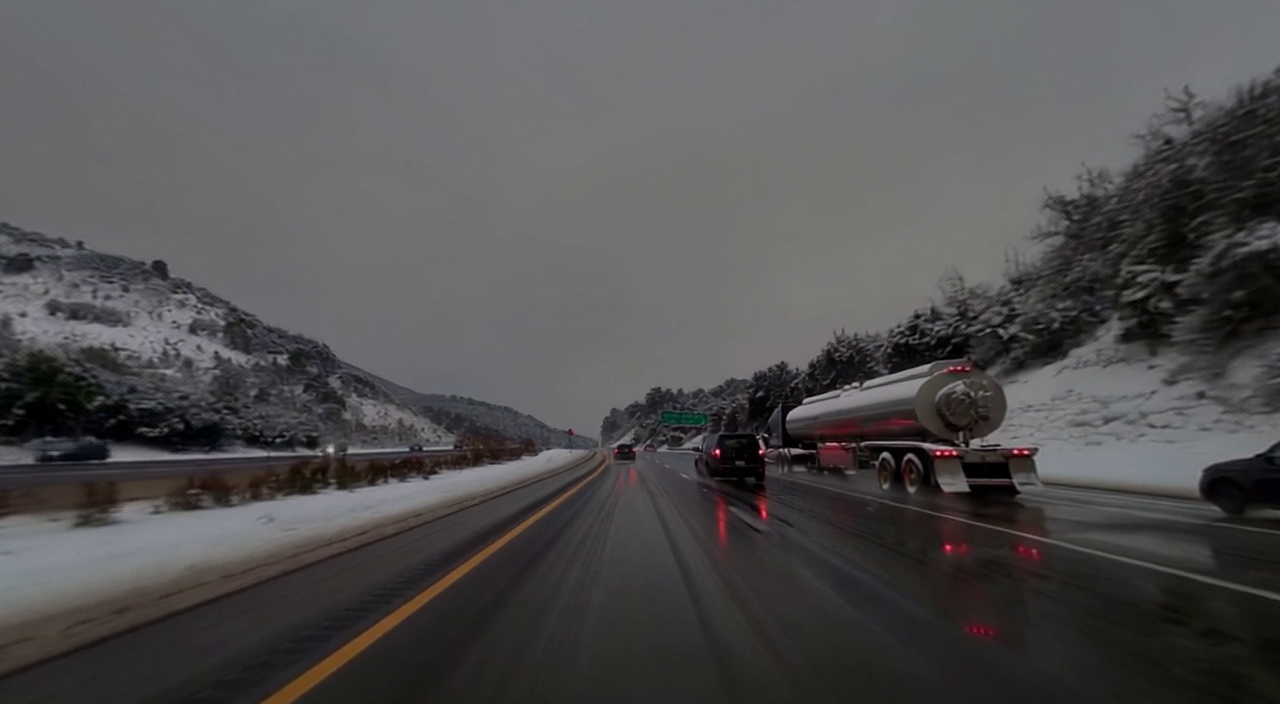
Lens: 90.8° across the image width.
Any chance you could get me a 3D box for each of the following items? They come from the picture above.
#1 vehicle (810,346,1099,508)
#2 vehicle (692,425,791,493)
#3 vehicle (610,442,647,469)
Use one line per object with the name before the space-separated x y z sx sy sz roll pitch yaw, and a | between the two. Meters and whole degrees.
vehicle | 7.568 2.200 17.555 2.805 3.212 9.978 0 -9 0
vehicle | 2.927 3.228 19.343 2.098 1.794 4.561 0 -9 -2
vehicle | -0.705 6.155 37.770 2.083 1.477 3.965 0 -9 -2
